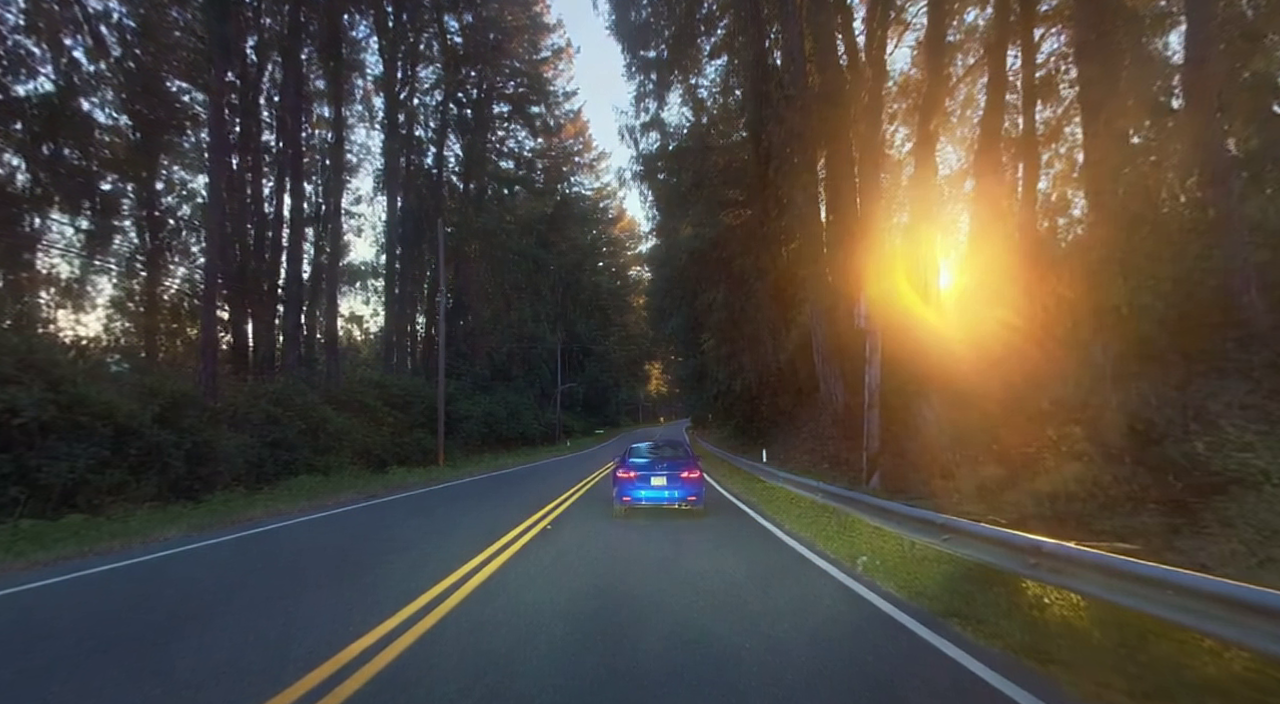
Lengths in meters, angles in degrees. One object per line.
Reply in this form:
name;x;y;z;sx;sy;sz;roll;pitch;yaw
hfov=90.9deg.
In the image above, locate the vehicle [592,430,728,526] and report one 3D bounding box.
vehicle;0.325;2.323;12.157;2.187;1.533;3.726;0;-8;0
